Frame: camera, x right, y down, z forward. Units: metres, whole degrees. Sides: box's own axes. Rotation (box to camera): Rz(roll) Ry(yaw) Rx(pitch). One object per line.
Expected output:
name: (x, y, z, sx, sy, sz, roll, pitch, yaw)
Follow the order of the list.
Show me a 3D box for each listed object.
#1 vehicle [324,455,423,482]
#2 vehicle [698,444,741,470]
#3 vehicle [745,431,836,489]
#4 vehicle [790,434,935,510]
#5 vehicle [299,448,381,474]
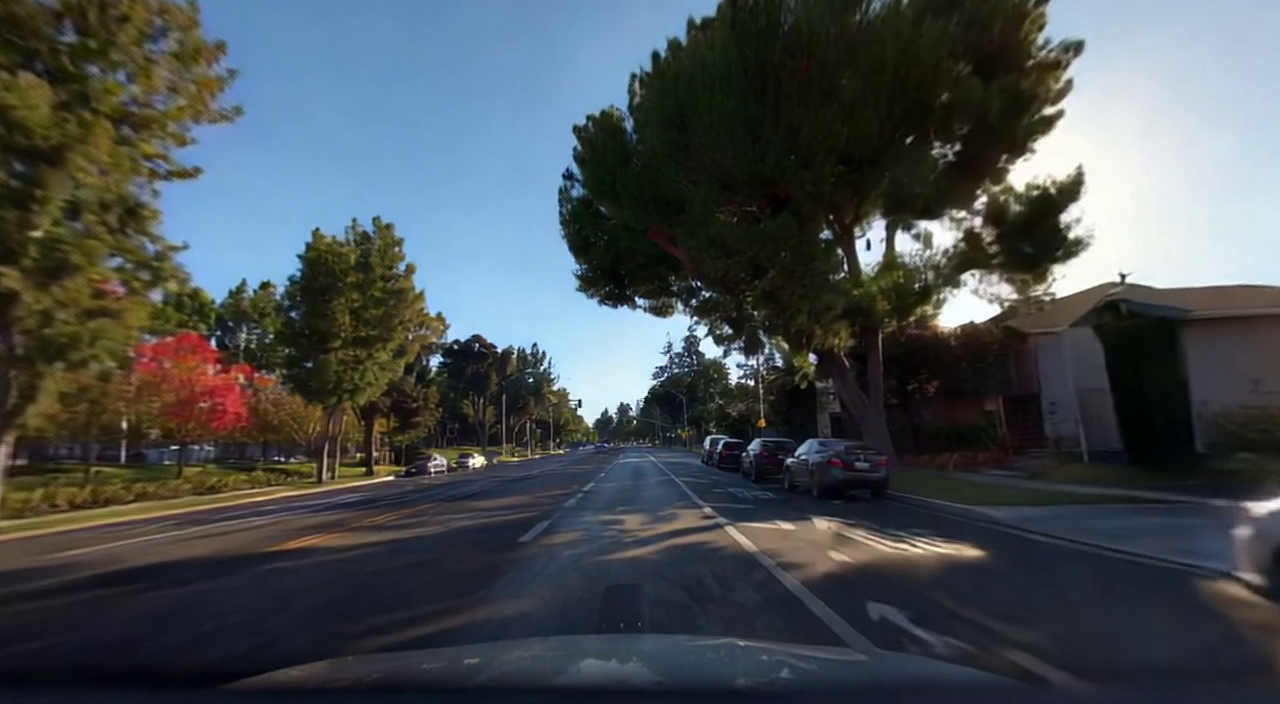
vehicle: (-15.443, 6.771, 36.877, 4.826, 1.491, 2.086, 0, -8, -3)
vehicle: (4.645, 6.171, 37.500, 1.935, 1.433, 4.241, 0, -8, -1)
vehicle: (4.930, 3.606, 21.348, 2.028, 1.731, 4.241, 0, -8, 0)
vehicle: (5.046, 2.755, 14.946, 1.837, 1.532, 3.886, 0, -8, -3)
vehicle: (-22.954, 8.314, 48.382, 5.368, 1.867, 2.307, 5, -10, -29)
